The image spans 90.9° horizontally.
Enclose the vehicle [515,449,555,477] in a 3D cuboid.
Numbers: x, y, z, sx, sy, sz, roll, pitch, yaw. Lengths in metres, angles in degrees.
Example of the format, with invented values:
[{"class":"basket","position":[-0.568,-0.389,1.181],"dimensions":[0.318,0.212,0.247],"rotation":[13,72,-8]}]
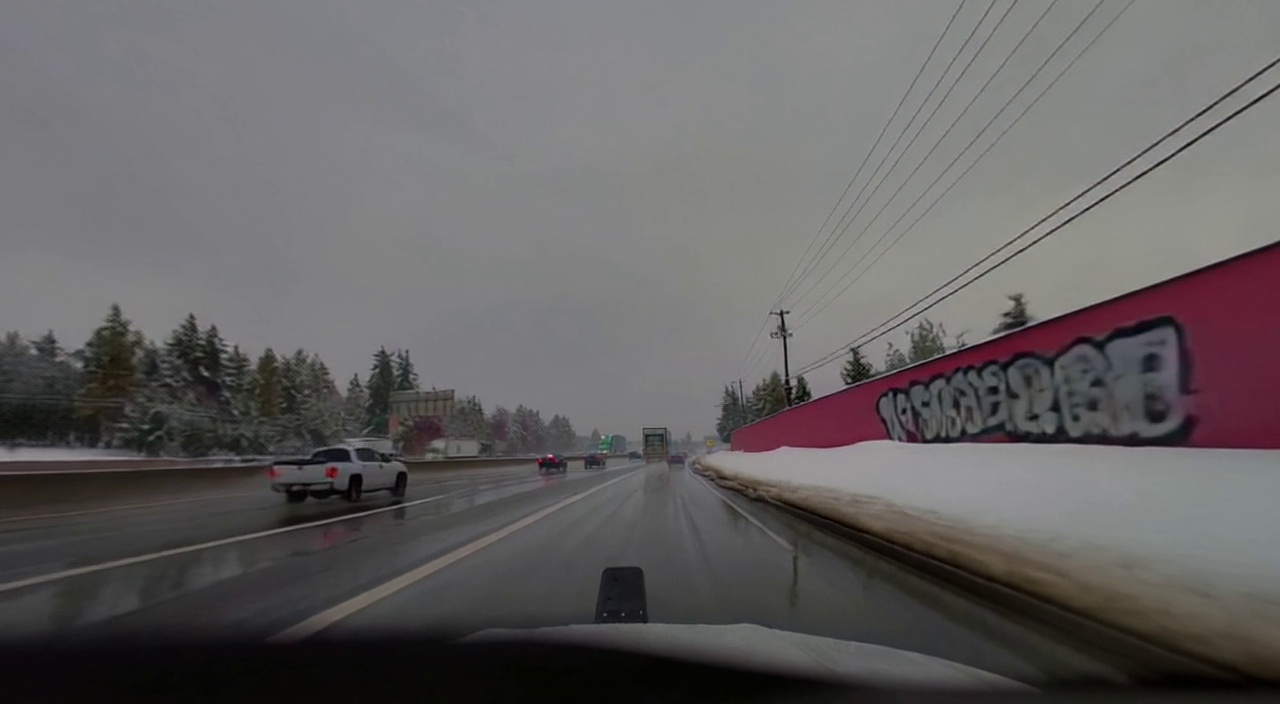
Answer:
[{"class":"vehicle","position":[-6.034,6.392,36.426],"dimensions":[1.708,1.489,2.840],"rotation":[-1,-9,3]}]

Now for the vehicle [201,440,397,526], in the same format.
[{"class":"vehicle","position":[-7.096,2.737,13.665],"dimensions":[1.966,1.565,3.766],"rotation":[-1,-9,3]}]
